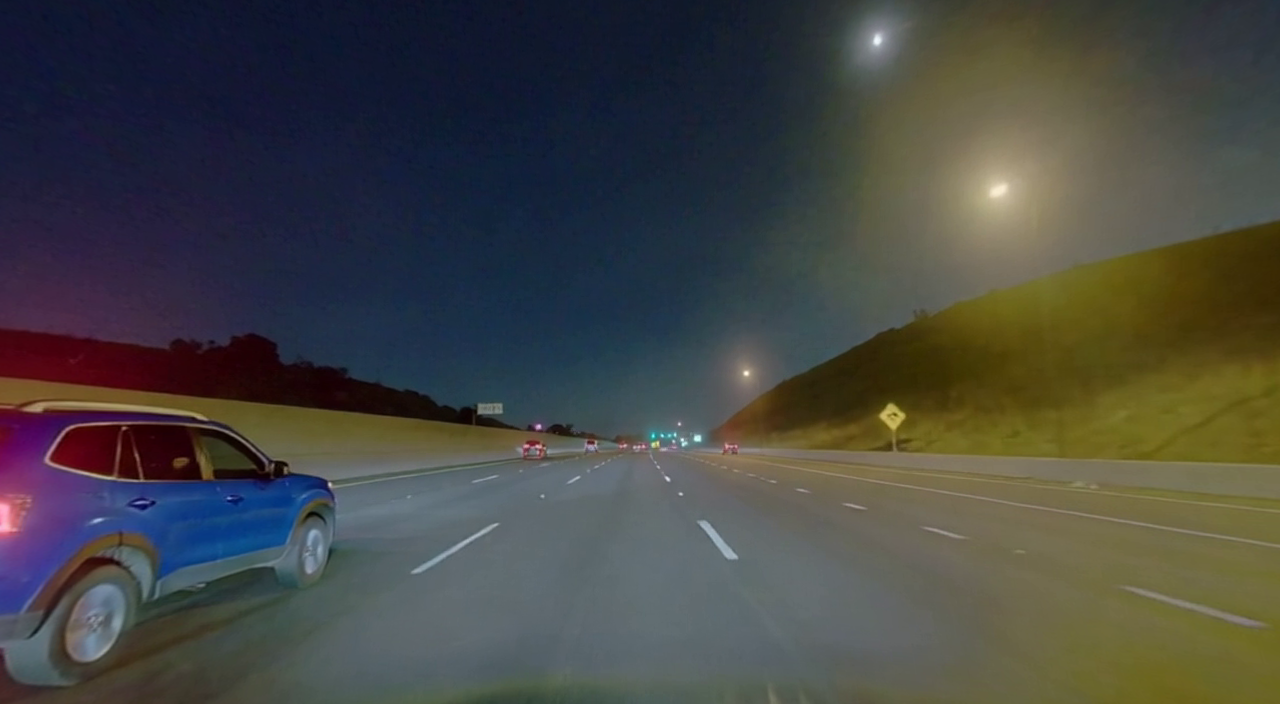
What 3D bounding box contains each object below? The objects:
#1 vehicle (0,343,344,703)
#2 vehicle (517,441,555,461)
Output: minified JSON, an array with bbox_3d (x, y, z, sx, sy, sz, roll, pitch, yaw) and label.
[{"bbox_3d":[-3.754,0.937,3.404,2.047,1.715,4.689,0,-9,0],"label":"vehicle"},{"bbox_3d":[-7.866,7.538,48.180,2.054,1.474,4.450,0,-9,1],"label":"vehicle"}]
